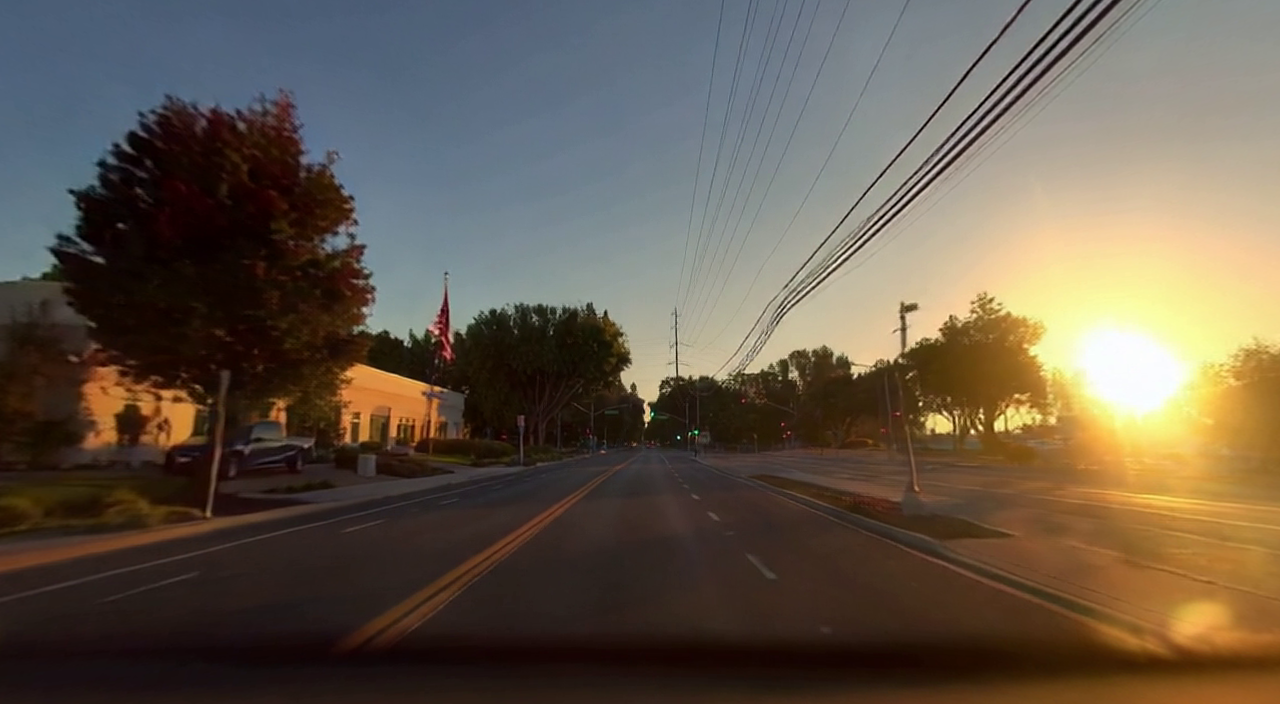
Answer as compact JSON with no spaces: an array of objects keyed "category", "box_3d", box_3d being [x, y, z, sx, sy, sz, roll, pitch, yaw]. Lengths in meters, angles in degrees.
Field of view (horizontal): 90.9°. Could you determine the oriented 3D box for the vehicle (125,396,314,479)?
[{"category":"vehicle","box_3d":[-13.053,2.762,20.236,2.476,2.256,5.686,1,-8,-5]}]
